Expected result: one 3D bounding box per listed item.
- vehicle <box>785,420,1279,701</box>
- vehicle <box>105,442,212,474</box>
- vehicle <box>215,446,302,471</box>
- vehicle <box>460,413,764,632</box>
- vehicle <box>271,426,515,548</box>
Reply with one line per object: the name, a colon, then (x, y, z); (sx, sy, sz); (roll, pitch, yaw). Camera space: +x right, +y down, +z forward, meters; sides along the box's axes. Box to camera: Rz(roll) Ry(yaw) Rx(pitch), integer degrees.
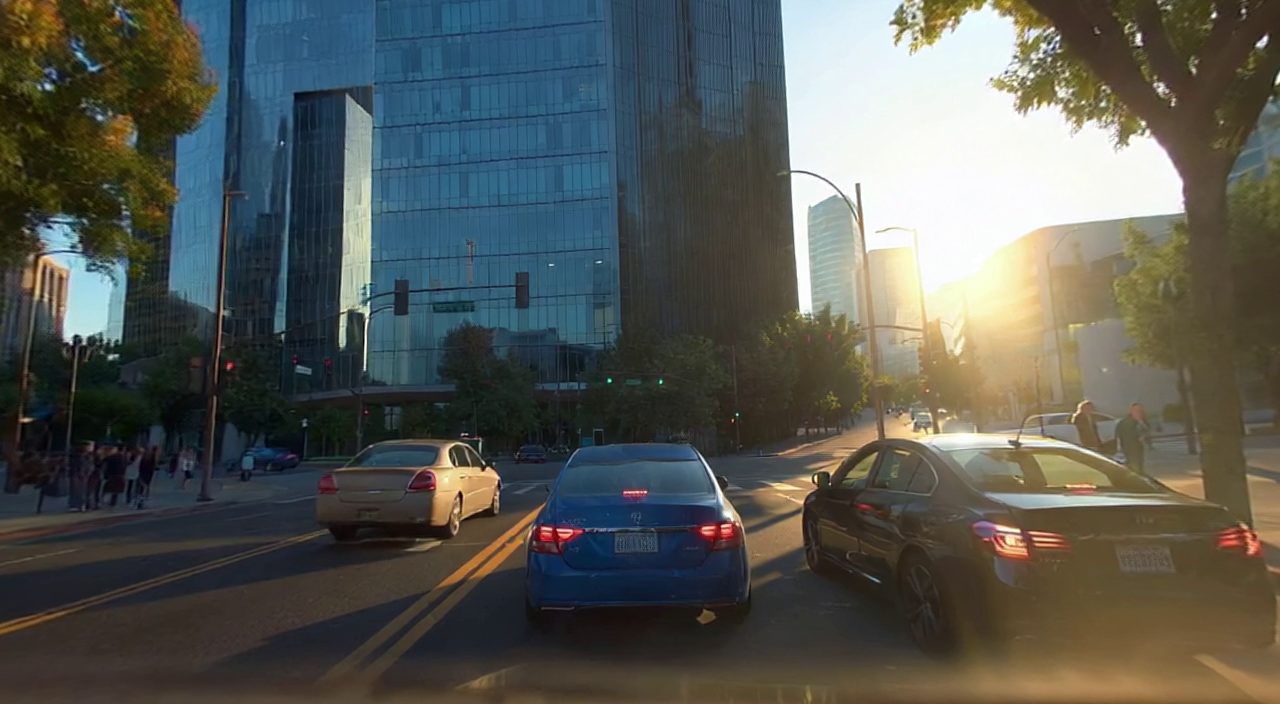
vehicle: (2.753, 1.409, 5.458); (1.952, 1.464, 4.165); (0, -8, -1)
vehicle: (-33.861, 7.457, 44.292); (5.598, 2.130, 2.121); (0, -8, -2)
vehicle: (-23.318, 6.502, 38.466); (4.140, 1.486, 1.799); (0, -8, 2)
vehicle: (-0.265, 1.466, 6.406); (2.072, 1.476, 4.078); (0, -8, -2)
vehicle: (-3.564, 2.028, 10.214); (1.971, 1.496, 4.648); (0, -8, 2)
